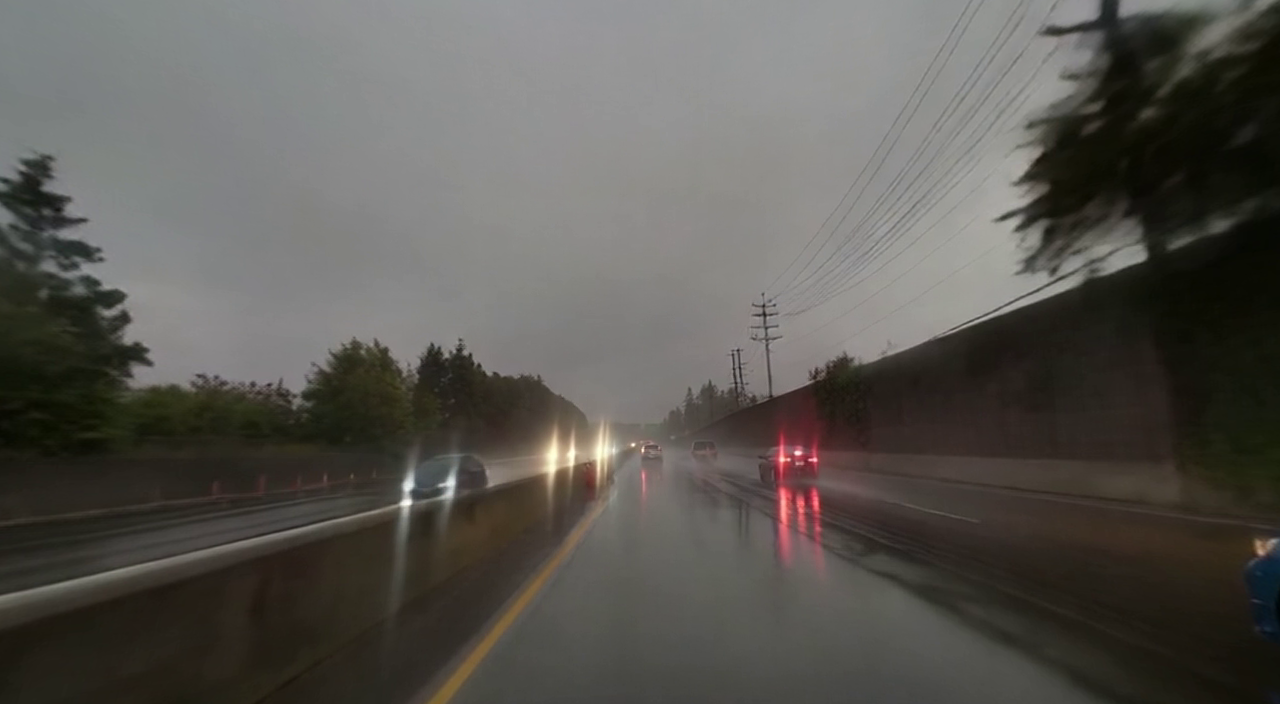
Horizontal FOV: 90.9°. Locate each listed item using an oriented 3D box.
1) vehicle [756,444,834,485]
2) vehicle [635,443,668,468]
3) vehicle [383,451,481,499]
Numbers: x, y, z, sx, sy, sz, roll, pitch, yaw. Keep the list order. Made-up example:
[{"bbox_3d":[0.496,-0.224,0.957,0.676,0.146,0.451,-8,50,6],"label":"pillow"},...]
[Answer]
[{"bbox_3d":[5.702,4.154,23.680,1.881,1.409,4.016,0,-8,0],"label":"vehicle"},{"bbox_3d":[0.762,6.859,42.093,2.096,1.583,4.150,0,-8,1],"label":"vehicle"},{"bbox_3d":[-7.431,4.398,23.049,1.971,1.515,4.381,0,-8,2],"label":"vehicle"}]
